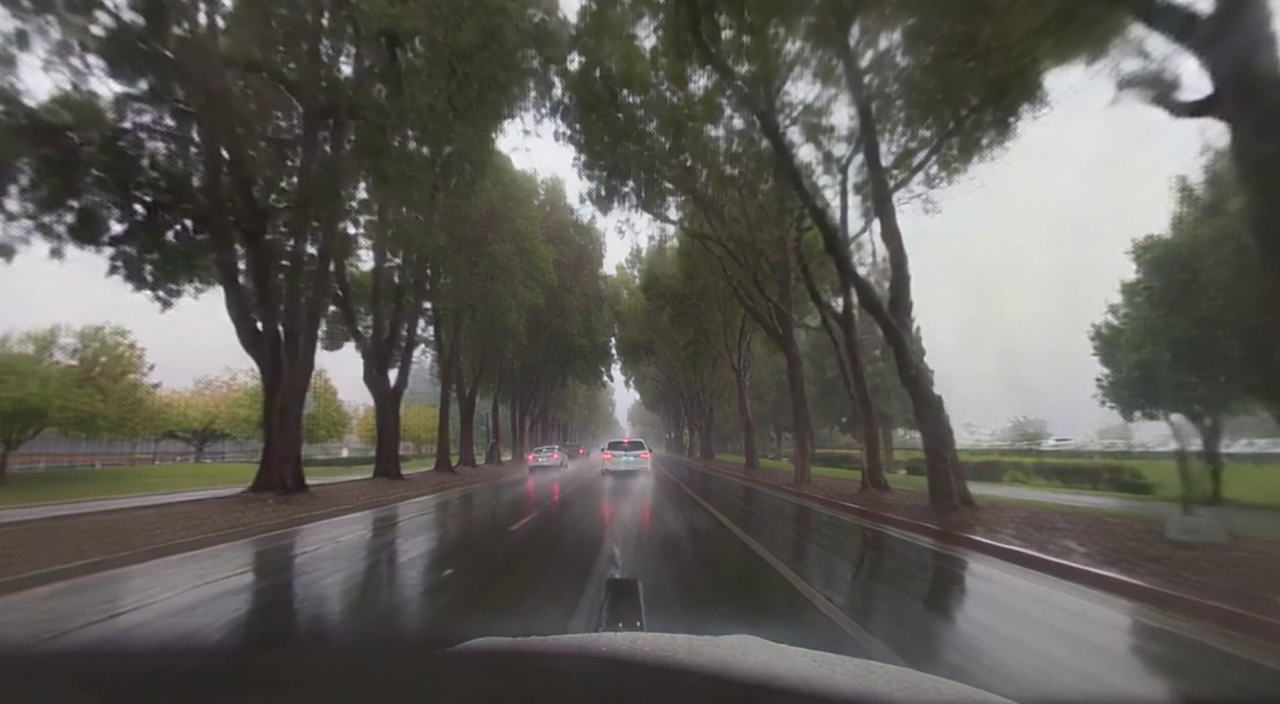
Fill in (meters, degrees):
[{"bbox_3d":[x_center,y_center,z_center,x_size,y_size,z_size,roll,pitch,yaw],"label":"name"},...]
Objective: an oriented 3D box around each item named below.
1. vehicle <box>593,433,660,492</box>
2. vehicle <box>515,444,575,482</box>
[{"bbox_3d":[-0.411,3.620,21.039,2.018,1.769,3.897,0,-8,0],"label":"vehicle"},{"bbox_3d":[-4.096,4.823,27.830,1.936,1.538,4.016,0,-8,1],"label":"vehicle"}]
